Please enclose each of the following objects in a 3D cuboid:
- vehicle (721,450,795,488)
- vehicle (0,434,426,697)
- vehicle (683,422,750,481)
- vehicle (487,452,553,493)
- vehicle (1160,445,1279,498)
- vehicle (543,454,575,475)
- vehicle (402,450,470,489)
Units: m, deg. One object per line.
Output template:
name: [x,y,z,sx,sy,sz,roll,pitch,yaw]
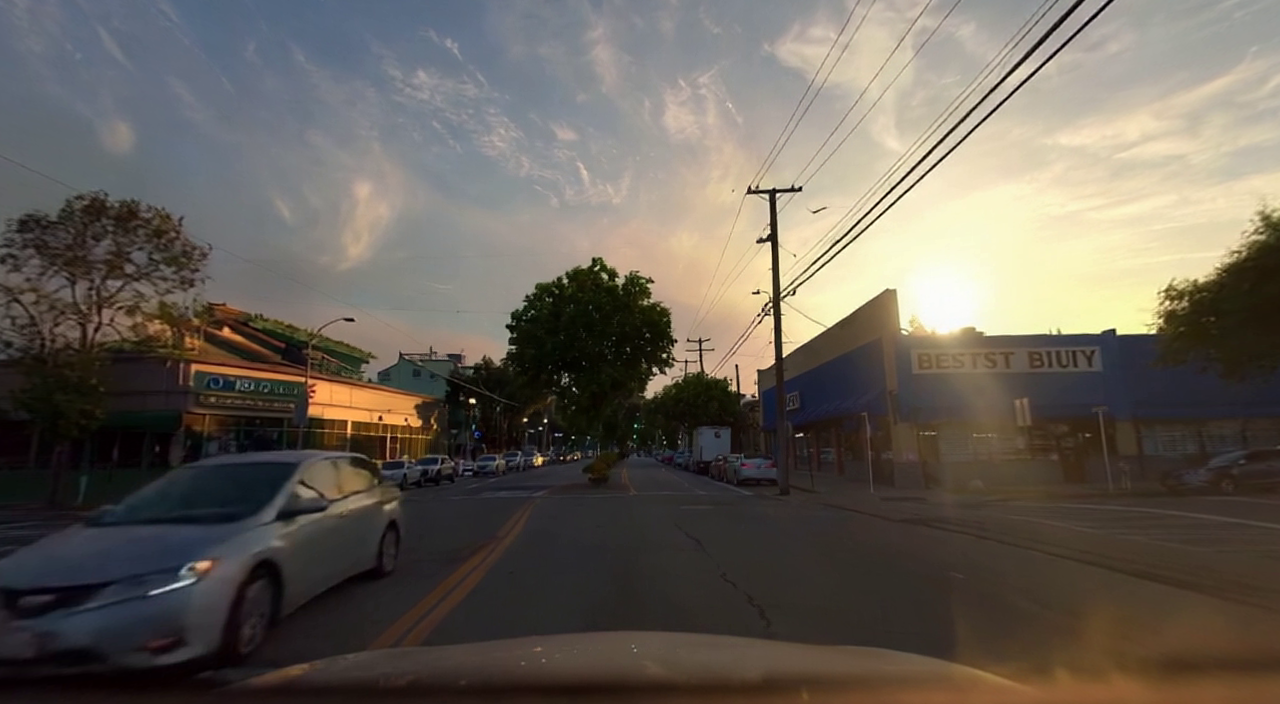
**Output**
vehicle: [5.456,5.472,29.866,1.963,1.646,4.204,2,-9,-11]
vehicle: [-3.617,1.558,5.800,1.914,1.506,4.125,0,-9,-1]
vehicle: [4.450,6.065,38.583,2.815,3.203,7.558,0,-9,-2]
vehicle: [-4.816,4.893,26.005,2.050,1.505,4.219,0,-9,-3]
vehicle: [18.538,3.513,18.751,4.368,1.479,1.985,0,-9,1]
vehicle: [-6.001,8.384,47.378,1.845,1.469,4.413,0,-9,-1]
vehicle: [-11.003,6.329,34.456,2.072,1.818,4.951,-3,-9,0]
